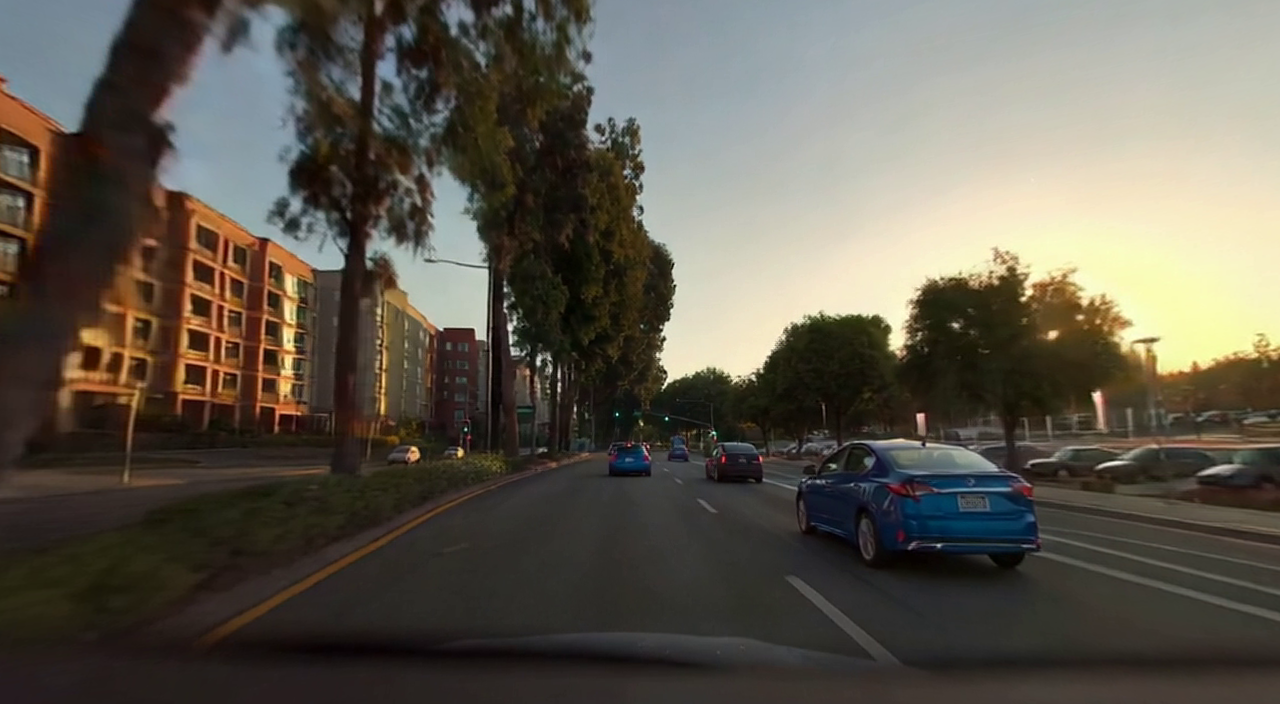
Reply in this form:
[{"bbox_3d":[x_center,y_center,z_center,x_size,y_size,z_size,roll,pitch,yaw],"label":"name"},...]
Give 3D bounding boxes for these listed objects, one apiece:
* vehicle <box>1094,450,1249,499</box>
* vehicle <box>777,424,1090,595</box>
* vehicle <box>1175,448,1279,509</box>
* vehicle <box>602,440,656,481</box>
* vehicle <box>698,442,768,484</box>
[{"bbox_3d":[17.293,3.922,20.554,4.357,1.411,2.067,4,-9,-25],"label":"vehicle"},{"bbox_3d":[3.050,1.696,7.619,1.852,1.498,3.825,0,-9,-1],"label":"vehicle"},{"bbox_3d":[17.407,3.454,17.683,4.423,1.497,1.965,4,-10,-26],"label":"vehicle"},{"bbox_3d":[-0.415,4.246,24.993,1.994,1.479,3.647,0,-8,-1],"label":"vehicle"},{"bbox_3d":[3.415,4.158,23.996,1.908,1.453,4.230,0,-9,-1],"label":"vehicle"}]
